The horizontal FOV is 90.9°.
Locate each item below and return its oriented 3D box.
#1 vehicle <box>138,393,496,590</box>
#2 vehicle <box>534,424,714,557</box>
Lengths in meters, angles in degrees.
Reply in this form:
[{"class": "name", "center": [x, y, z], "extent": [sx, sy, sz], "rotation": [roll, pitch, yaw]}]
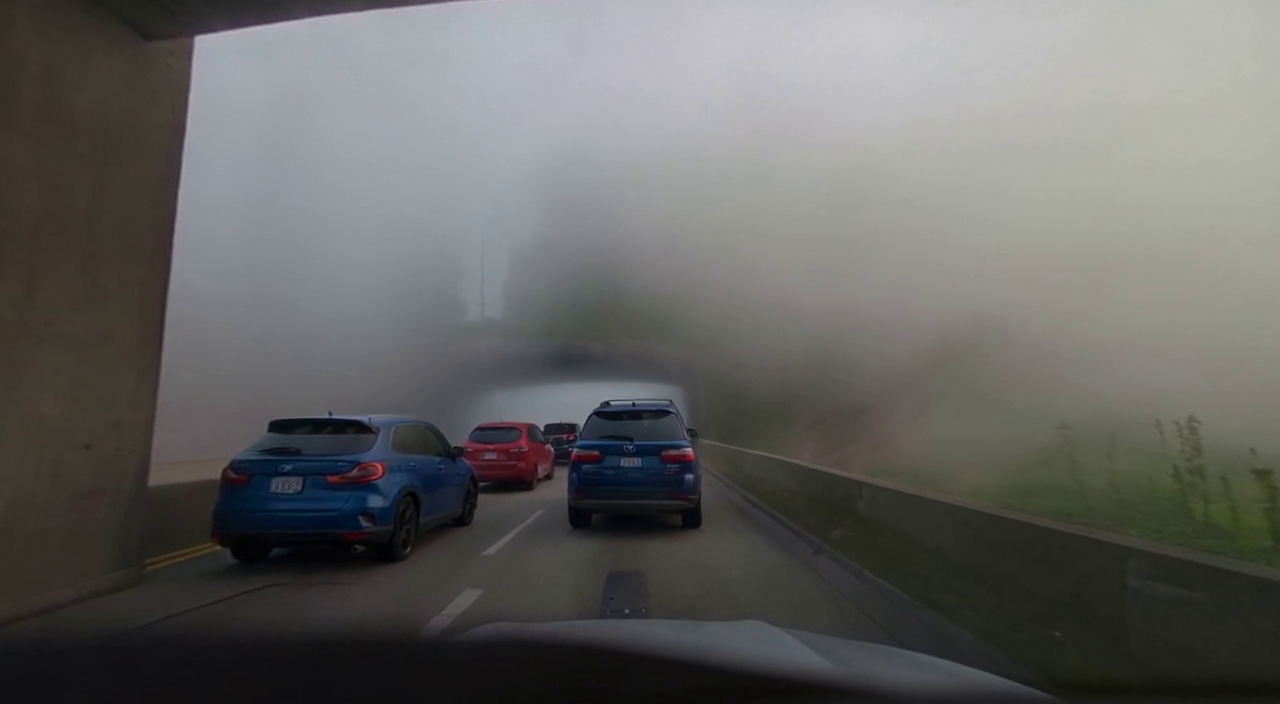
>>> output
[{"class": "vehicle", "center": [-3.454, 1.595, 8.041], "extent": [2.017, 1.761, 4.572], "rotation": [0, -8, 2]}, {"class": "vehicle", "center": [-0.096, 1.863, 9.205], "extent": [2.020, 1.478, 4.092], "rotation": [-1, -8, 3]}]
